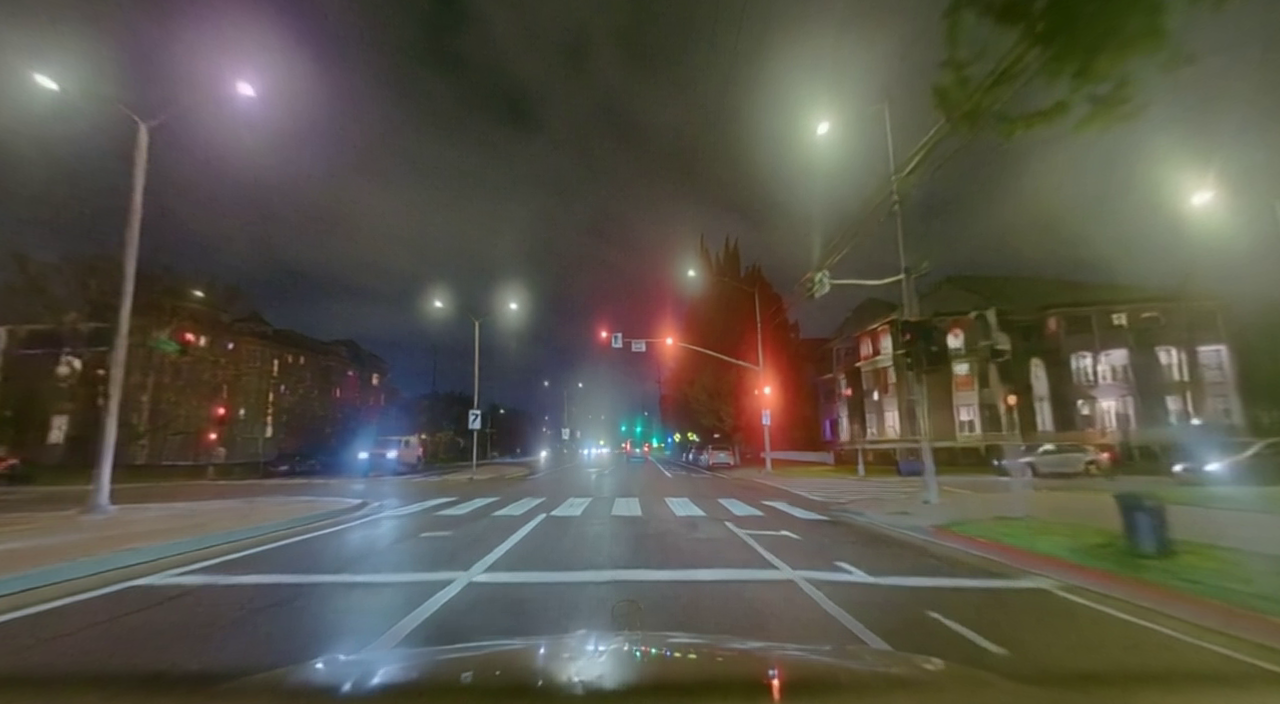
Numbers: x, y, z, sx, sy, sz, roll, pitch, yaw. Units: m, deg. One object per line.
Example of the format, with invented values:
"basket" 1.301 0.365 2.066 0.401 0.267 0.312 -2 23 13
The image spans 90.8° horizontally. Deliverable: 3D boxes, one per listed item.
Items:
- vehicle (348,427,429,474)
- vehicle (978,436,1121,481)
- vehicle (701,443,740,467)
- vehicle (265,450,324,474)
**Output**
"vehicle" -16.773 6.619 42.686 2.620 2.901 6.931 0 -9 0
"vehicle" 16.844 4.389 26.148 4.561 1.723 2.030 0 -9 -5
"vehicle" 5.544 7.160 44.042 2.066 1.552 4.799 0 -8 -1
"vehicle" -25.979 8.277 47.724 1.912 1.681 4.625 0 -9 -1
